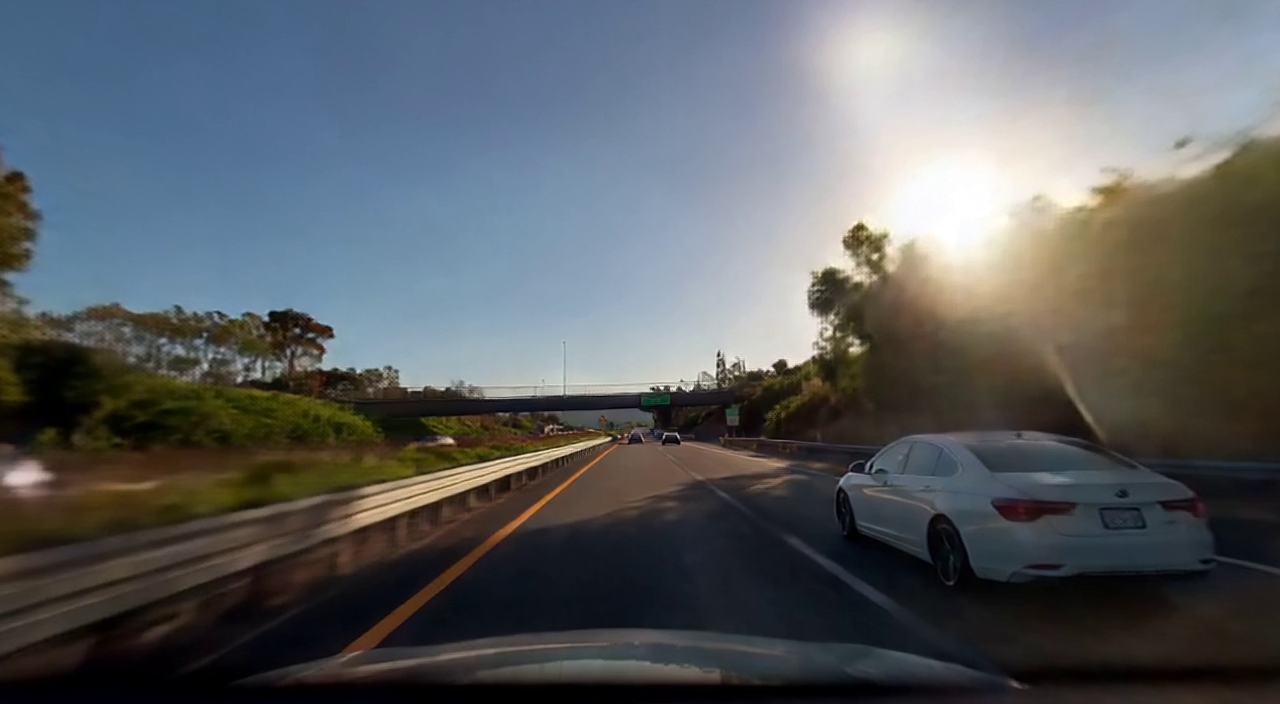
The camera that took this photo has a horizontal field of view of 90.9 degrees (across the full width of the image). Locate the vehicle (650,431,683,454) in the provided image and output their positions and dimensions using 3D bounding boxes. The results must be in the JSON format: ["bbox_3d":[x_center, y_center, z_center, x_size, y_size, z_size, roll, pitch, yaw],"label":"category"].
[{"bbox_3d":[1.819,6.284,43.862,1.981,1.490,3.449,0,-8,-3],"label":"vehicle"}]
